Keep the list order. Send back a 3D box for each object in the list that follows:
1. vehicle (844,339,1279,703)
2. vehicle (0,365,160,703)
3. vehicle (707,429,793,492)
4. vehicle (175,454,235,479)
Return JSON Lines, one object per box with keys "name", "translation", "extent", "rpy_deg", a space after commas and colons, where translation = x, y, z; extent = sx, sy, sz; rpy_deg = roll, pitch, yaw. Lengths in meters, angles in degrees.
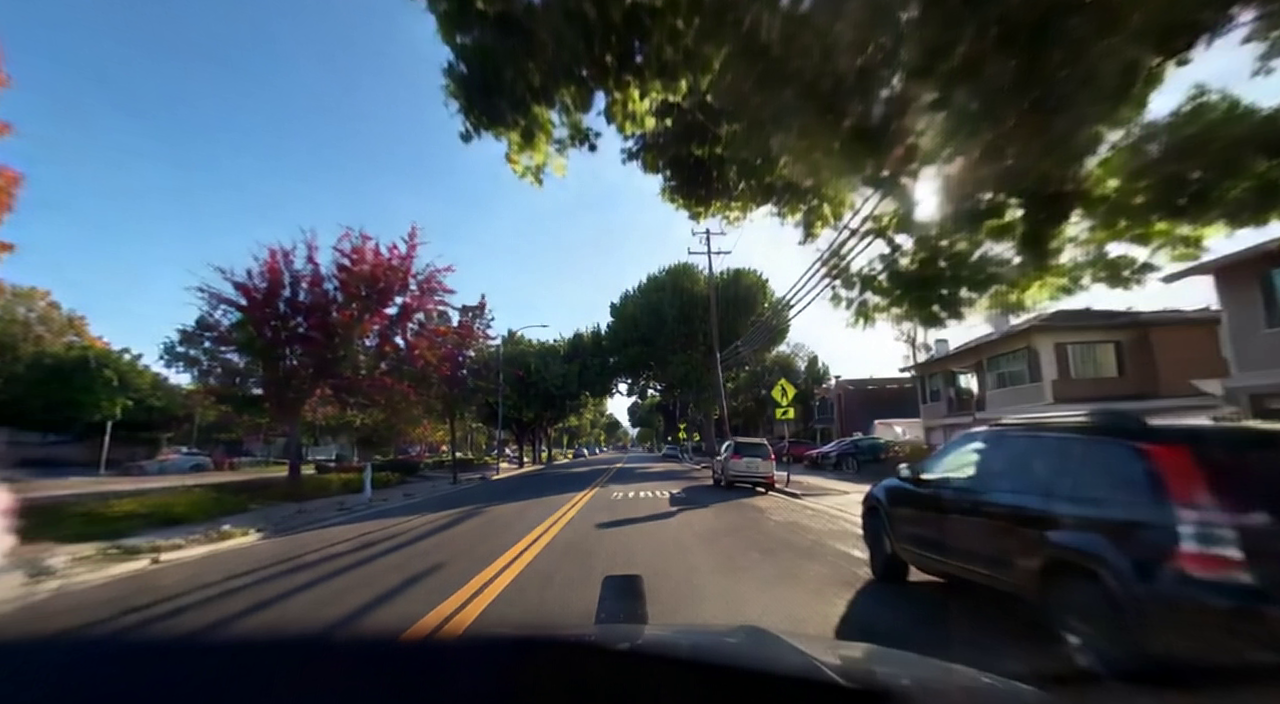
{"name": "vehicle", "translation": [3.494, 1.174, 4.767], "extent": [2.125, 1.772, 4.629], "rpy_deg": [0, -9, -3]}
{"name": "vehicle", "translation": [-4.572, 0.936, 2.463], "extent": [2.074, 1.836, 4.365], "rpy_deg": [-6, -9, -1]}
{"name": "vehicle", "translation": [3.443, 3.502, 20.682], "extent": [1.949, 1.807, 4.224], "rpy_deg": [0, -9, -1]}
{"name": "vehicle", "translation": [-29.097, 7.597, 42.206], "extent": [4.558, 1.495, 1.925], "rpy_deg": [-7, -11, 38]}
